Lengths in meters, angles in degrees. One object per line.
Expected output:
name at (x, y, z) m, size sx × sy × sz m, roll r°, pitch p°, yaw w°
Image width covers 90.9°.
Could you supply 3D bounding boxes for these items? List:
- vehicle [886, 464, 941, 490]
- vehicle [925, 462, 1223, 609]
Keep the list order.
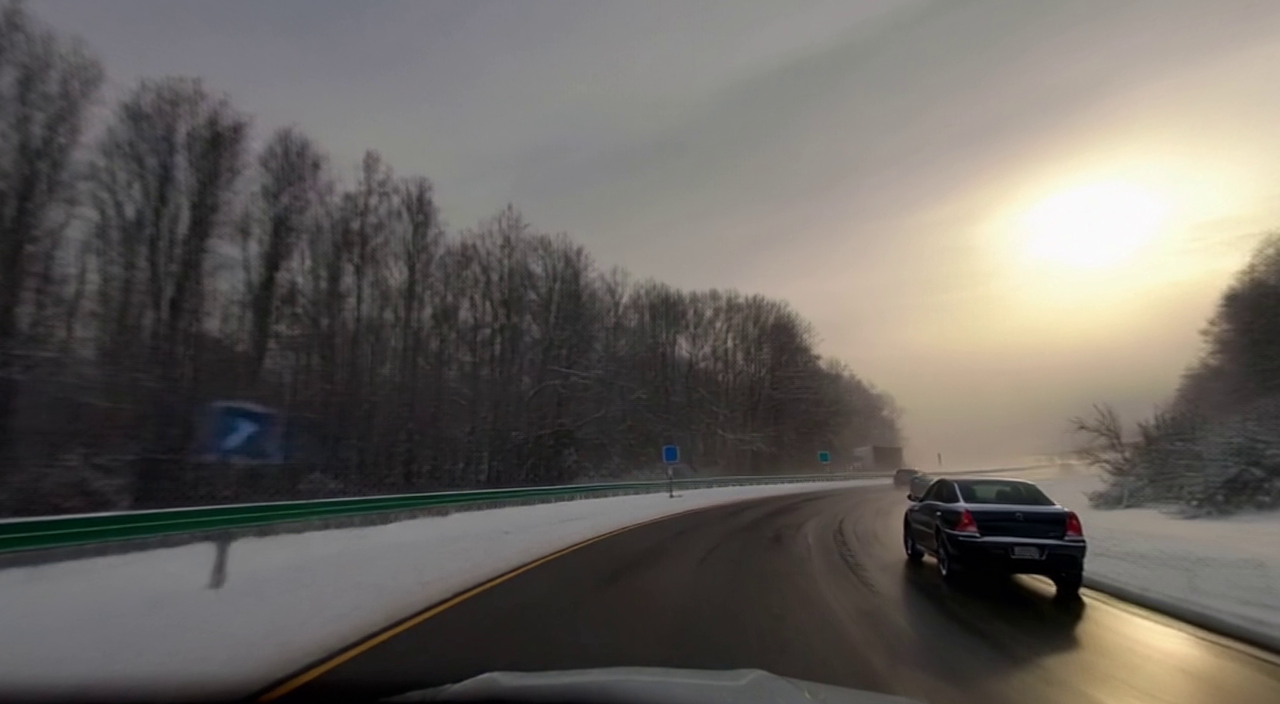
vehicle at (16.939, 7.710, 38.902) m, size 1.992 × 1.503 × 3.793 m, roll -8°, pitch -14°, yaw 40°
vehicle at (5.903, 2.483, 9.354) m, size 2.023 × 1.593 × 4.105 m, roll -1°, pitch -11°, yaw 10°
